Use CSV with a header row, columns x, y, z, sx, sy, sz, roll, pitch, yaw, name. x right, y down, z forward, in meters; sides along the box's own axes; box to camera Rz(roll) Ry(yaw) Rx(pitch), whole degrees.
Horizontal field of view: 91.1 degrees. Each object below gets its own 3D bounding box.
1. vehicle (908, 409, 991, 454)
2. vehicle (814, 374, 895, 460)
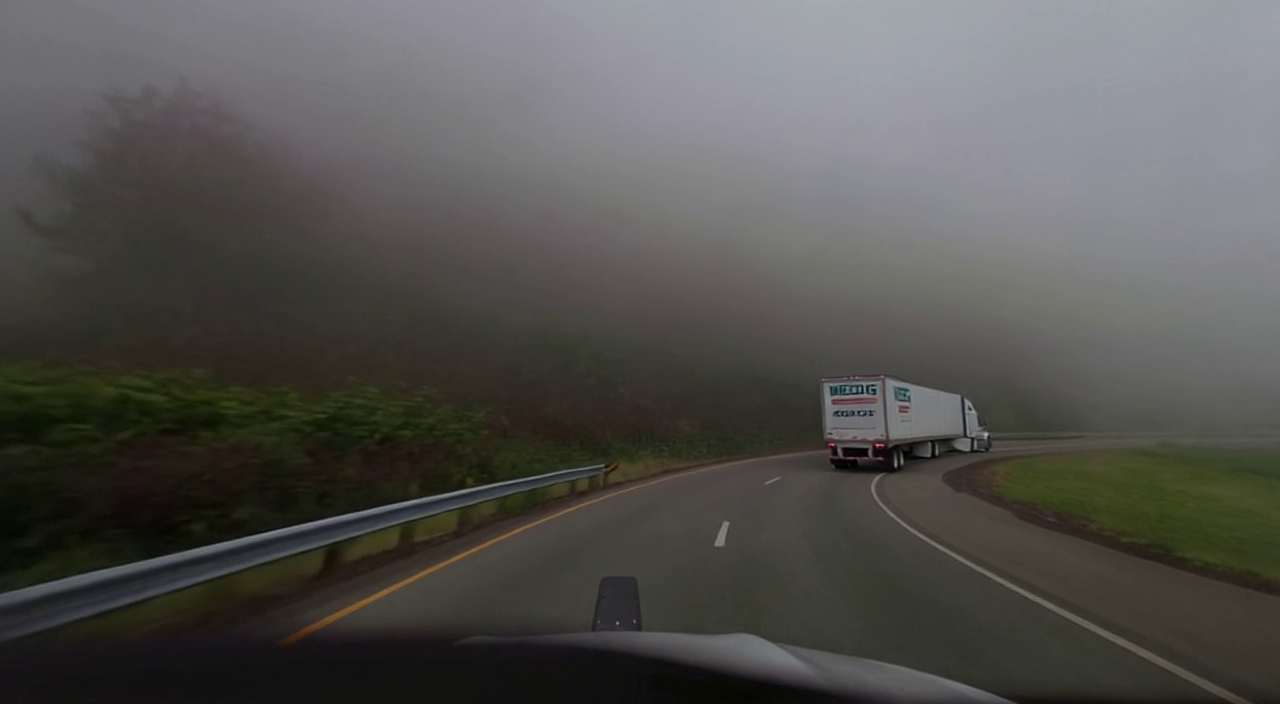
x,y,z,sx,sy,sz,roll,pitch,yaw,name
19.157,4.934,38.752,6.650,2.524,2.120,7,-10,-42,vehicle
10.189,3.143,29.814,2.963,3.771,3.137,-4,-9,29,vehicle
